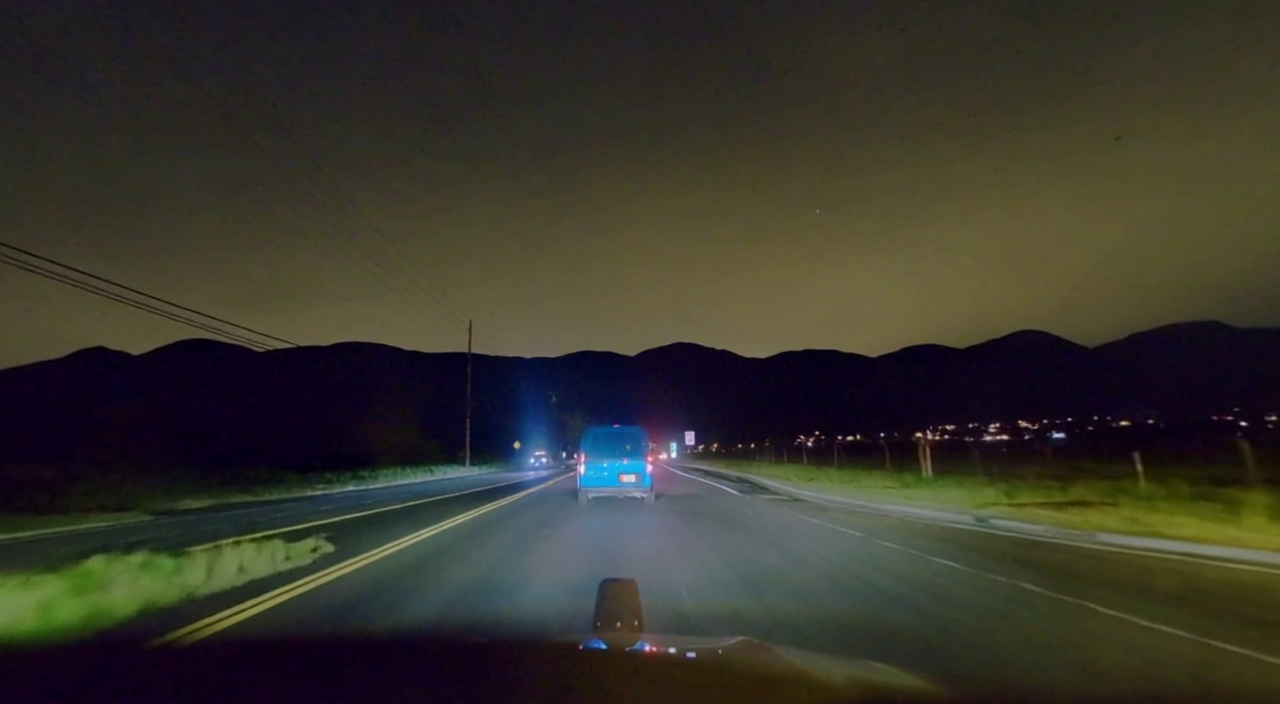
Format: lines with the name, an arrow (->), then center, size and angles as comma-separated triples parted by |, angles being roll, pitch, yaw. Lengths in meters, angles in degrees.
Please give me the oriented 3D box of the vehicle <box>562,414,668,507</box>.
vehicle -> -0.668, 2.884, 17.006 | 2.454, 2.144, 4.535 | 0, -9, -2
